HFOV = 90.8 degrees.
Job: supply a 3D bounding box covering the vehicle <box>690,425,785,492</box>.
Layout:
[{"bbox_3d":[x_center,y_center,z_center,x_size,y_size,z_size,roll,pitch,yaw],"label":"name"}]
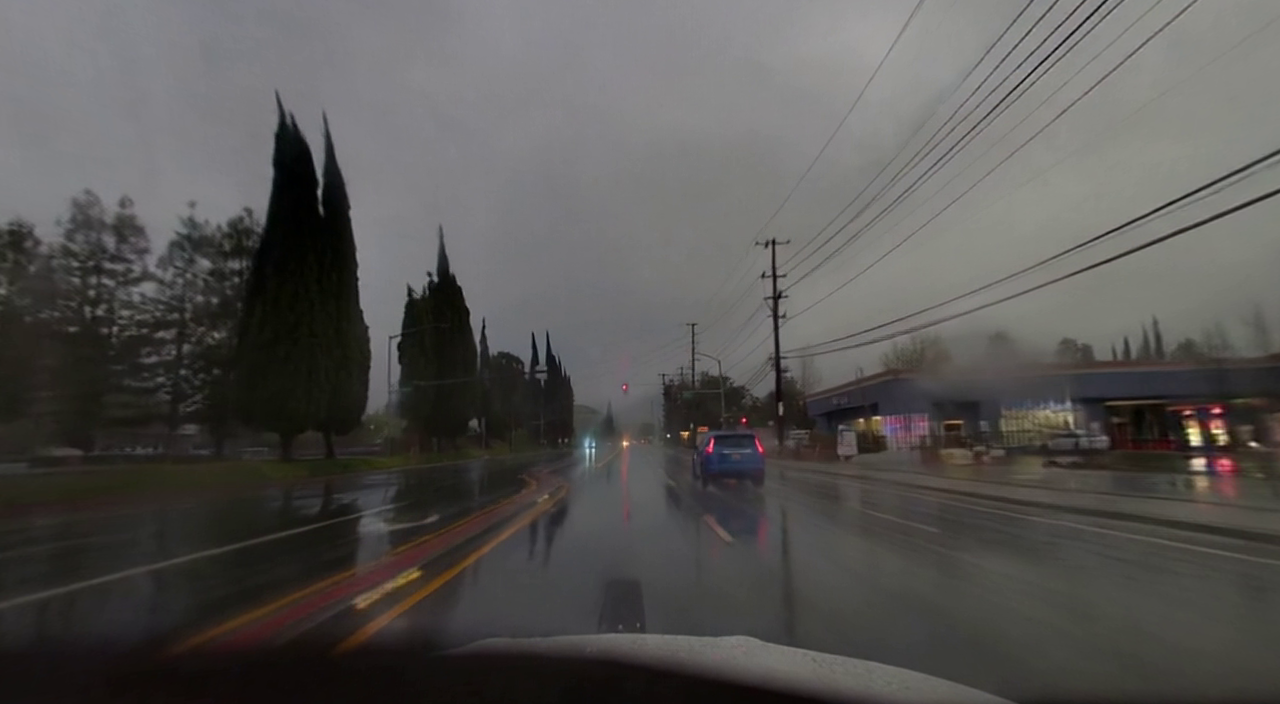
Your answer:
[{"bbox_3d":[2.860,3.267,19.706,2.060,1.820,4.713,0,-9,-2],"label":"vehicle"}]
